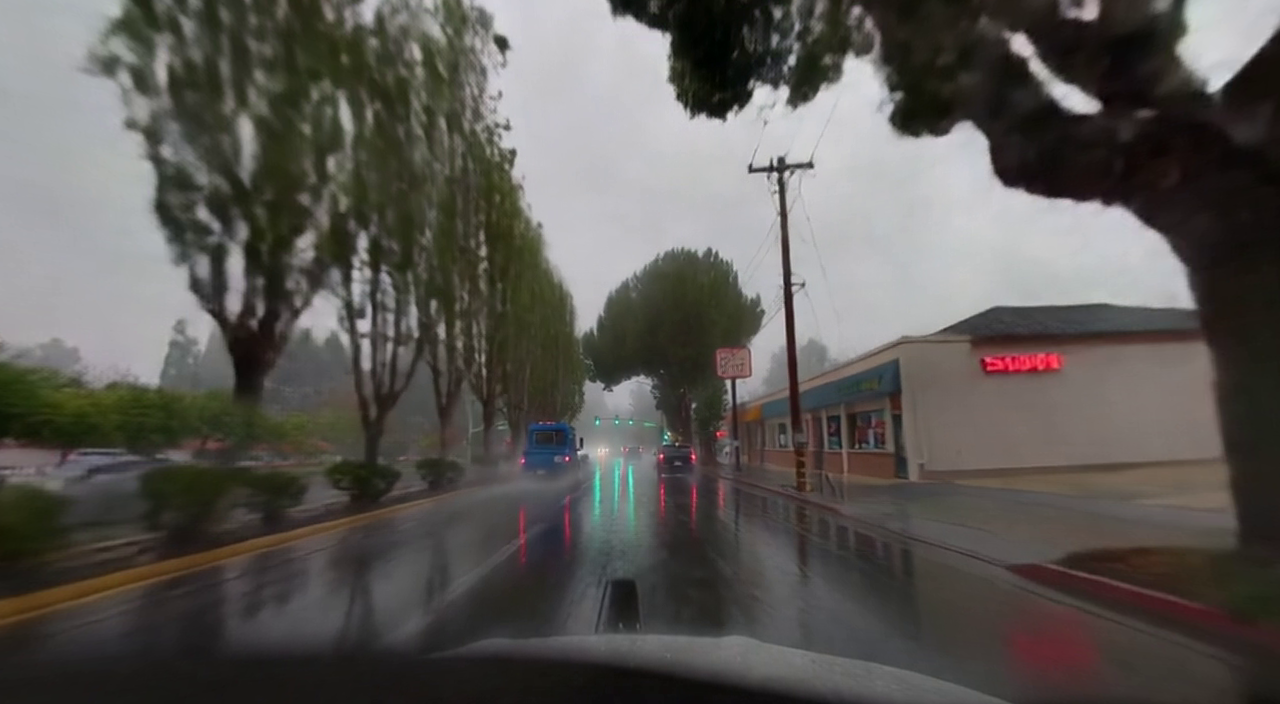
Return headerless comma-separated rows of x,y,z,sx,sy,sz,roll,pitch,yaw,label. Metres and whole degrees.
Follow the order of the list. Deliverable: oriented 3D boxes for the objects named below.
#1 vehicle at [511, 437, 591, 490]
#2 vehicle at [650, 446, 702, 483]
-3.294,4.270,24.485,2.464,1.777,5.128,0,-9,-1,vehicle
1.518,5.044,28.560,2.103,1.487,4.101,0,-9,0,vehicle
